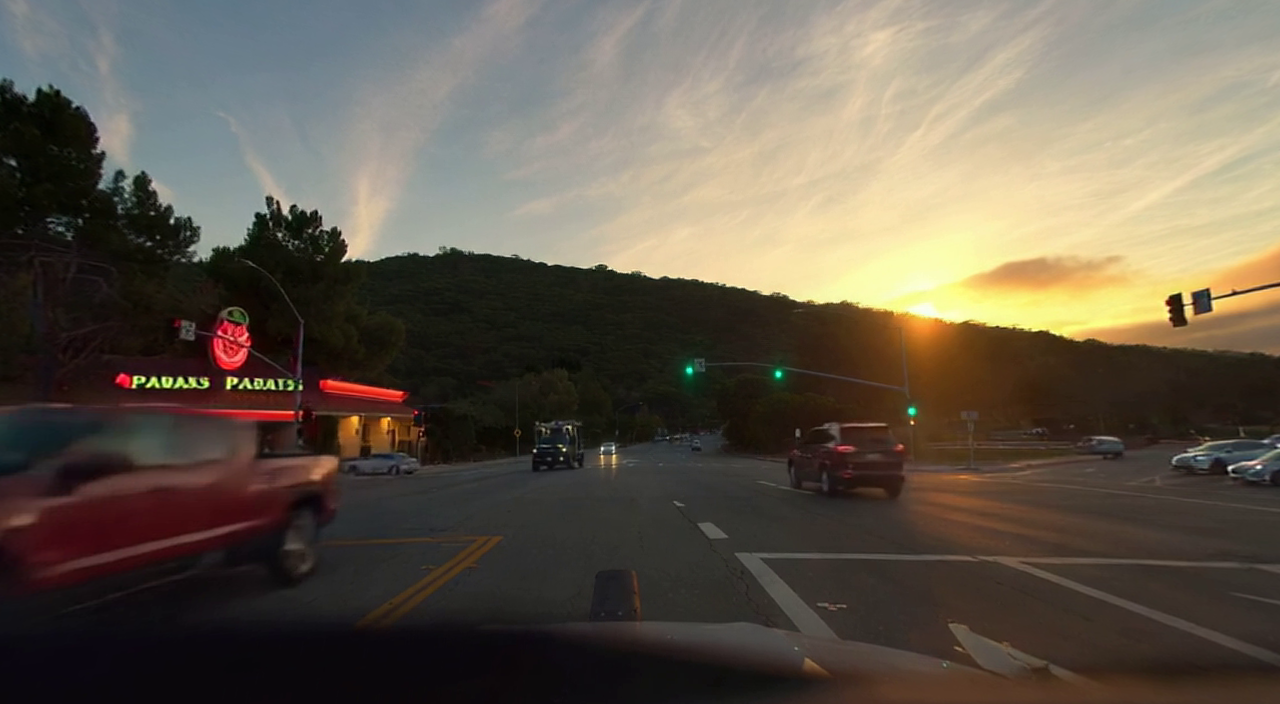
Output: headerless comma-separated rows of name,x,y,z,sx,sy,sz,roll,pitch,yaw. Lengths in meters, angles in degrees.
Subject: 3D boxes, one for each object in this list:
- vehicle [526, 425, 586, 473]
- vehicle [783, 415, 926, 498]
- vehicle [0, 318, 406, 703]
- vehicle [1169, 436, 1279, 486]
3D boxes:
vehicle,-4.427,5.244,34.186,2.318,2.325,5.910,0,-8,1
vehicle,6.340,3.192,19.467,2.388,2.201,5.139,0,-9,-3
vehicle,-4.675,1.304,6.054,2.662,2.197,5.454,0,-8,1
vehicle,25.058,4.464,26.054,4.546,1.944,2.051,1,-9,-5
